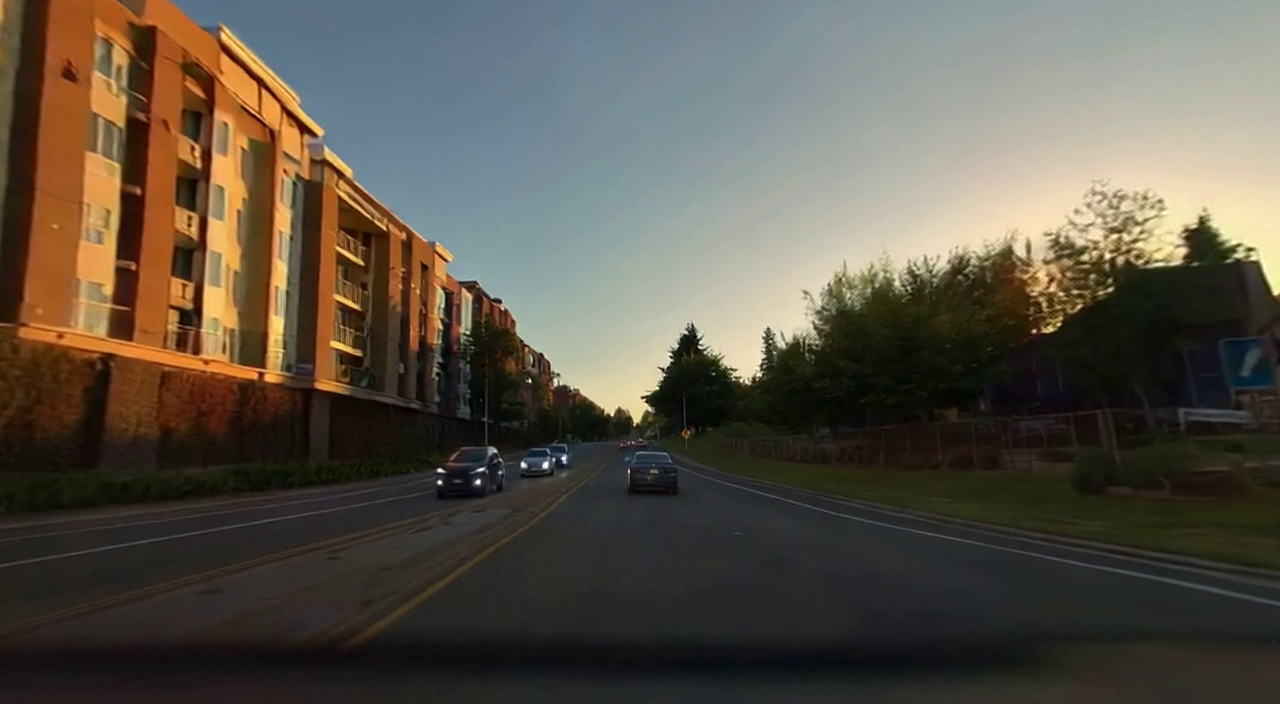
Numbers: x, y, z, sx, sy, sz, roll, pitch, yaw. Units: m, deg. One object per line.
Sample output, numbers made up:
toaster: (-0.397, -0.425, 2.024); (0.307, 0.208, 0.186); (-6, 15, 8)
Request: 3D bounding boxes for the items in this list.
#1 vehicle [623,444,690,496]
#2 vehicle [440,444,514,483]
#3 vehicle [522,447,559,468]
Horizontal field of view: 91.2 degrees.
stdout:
vehicle: (0.441, 3.850, 20.767); (2.014, 1.525, 3.670); (0, -9, -2)
vehicle: (-7.952, 5.483, 31.168); (2.171, 1.757, 4.706); (-1, -9, 4)
vehicle: (-7.645, 8.148, 48.650); (1.988, 1.510, 4.722); (-1, -9, 1)
